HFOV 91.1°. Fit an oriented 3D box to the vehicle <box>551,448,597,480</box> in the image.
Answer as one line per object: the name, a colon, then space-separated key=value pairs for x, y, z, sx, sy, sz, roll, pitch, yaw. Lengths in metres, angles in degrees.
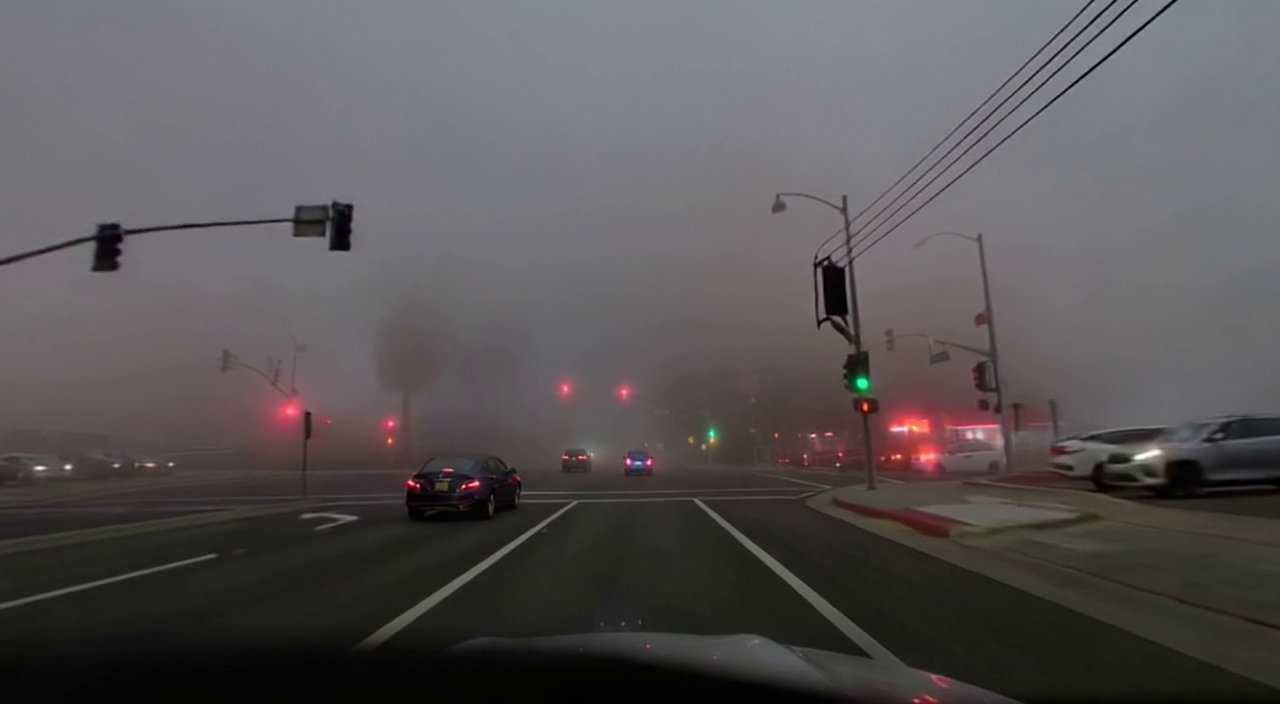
vehicle: x=-3.521 y=6.052 z=34.141 sx=1.979 sy=1.634 sz=3.957 roll=-1 pitch=-9 yaw=2

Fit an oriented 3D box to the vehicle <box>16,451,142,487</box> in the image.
vehicle: x=-29.726 y=6.175 z=33.378 sx=4.640 sy=1.809 sz=2.118 roll=0 pitch=-9 yaw=1

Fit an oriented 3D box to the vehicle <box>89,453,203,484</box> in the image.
vehicle: x=-28.869 y=6.828 z=36.793 sx=4.945 sy=1.582 sz=1.938 roll=-2 pitch=-10 yaw=-2

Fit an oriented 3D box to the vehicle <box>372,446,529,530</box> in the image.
vehicle: x=-3.847 y=2.811 z=13.645 sx=1.904 sy=1.513 sz=4.410 roll=-1 pitch=-9 yaw=2

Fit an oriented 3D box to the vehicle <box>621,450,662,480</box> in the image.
vehicle: x=0.086 y=6.082 z=34.181 sx=2.094 sy=1.496 sz=4.070 roll=0 pitch=-9 yaw=1

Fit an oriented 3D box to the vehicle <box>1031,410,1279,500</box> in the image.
vehicle: x=10.932 y=2.210 z=13.646 sx=1.982 sy=1.623 sz=4.211 roll=0 pitch=-9 yaw=-2

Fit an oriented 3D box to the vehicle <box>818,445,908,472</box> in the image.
vehicle: x=13.301 y=6.387 z=37.661 sx=4.532 sy=1.504 sz=2.087 roll=0 pitch=-9 yaw=0

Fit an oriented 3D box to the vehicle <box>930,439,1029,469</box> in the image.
vehicle: x=20.434 y=6.126 z=37.905 sx=4.699 sy=1.716 sz=2.108 roll=0 pitch=-9 yaw=0
